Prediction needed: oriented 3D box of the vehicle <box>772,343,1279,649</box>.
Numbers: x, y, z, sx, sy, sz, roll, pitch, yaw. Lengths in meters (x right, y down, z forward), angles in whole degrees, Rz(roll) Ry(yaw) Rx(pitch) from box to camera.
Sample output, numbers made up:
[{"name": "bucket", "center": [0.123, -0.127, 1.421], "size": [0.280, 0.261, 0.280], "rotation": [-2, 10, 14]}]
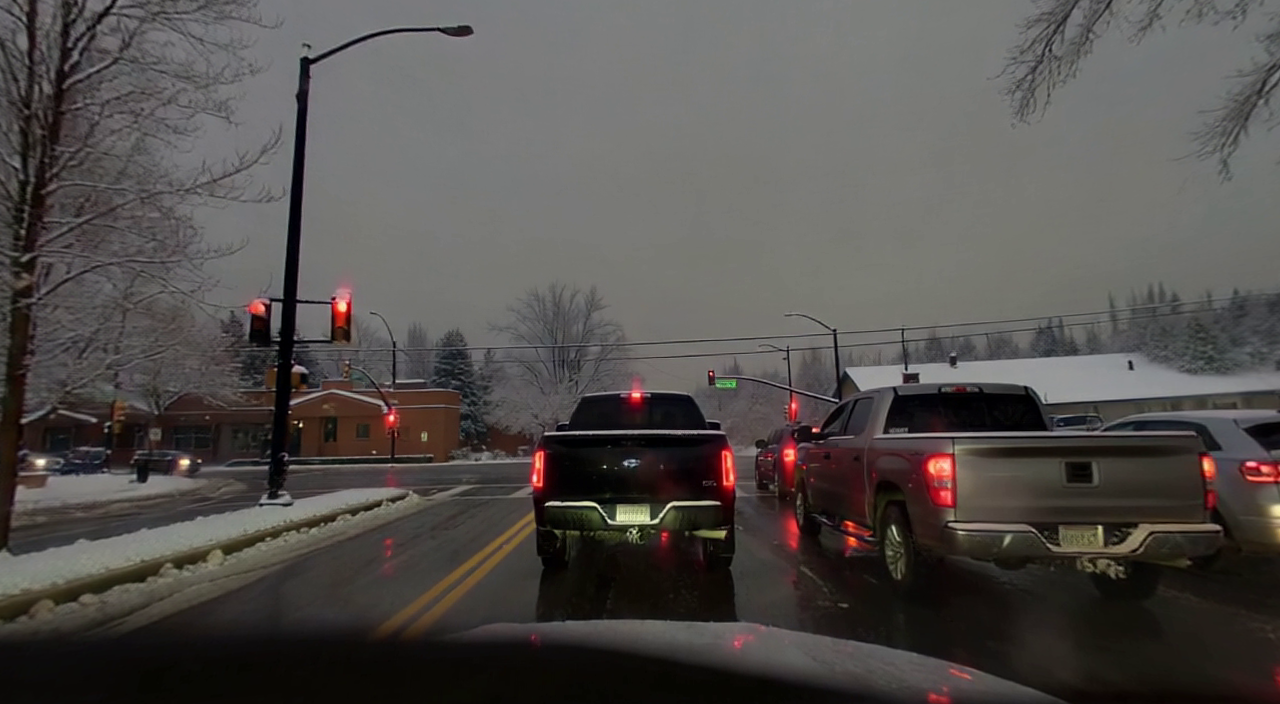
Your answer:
[{"name": "vehicle", "center": [3.319, 1.326, 6.940], "size": [2.412, 1.953, 5.682], "rotation": [0, -9, -1]}]

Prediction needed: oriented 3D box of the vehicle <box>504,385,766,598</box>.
[{"name": "vehicle", "center": [-0.067, 1.572, 8.010], "size": [2.240, 1.821, 5.001], "rotation": [0, -9, -1]}]

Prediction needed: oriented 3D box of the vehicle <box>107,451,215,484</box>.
[{"name": "vehicle", "center": [-26.374, 6.331, 35.013], "size": [4.437, 1.669, 1.936], "rotation": [5, -10, -30]}]
